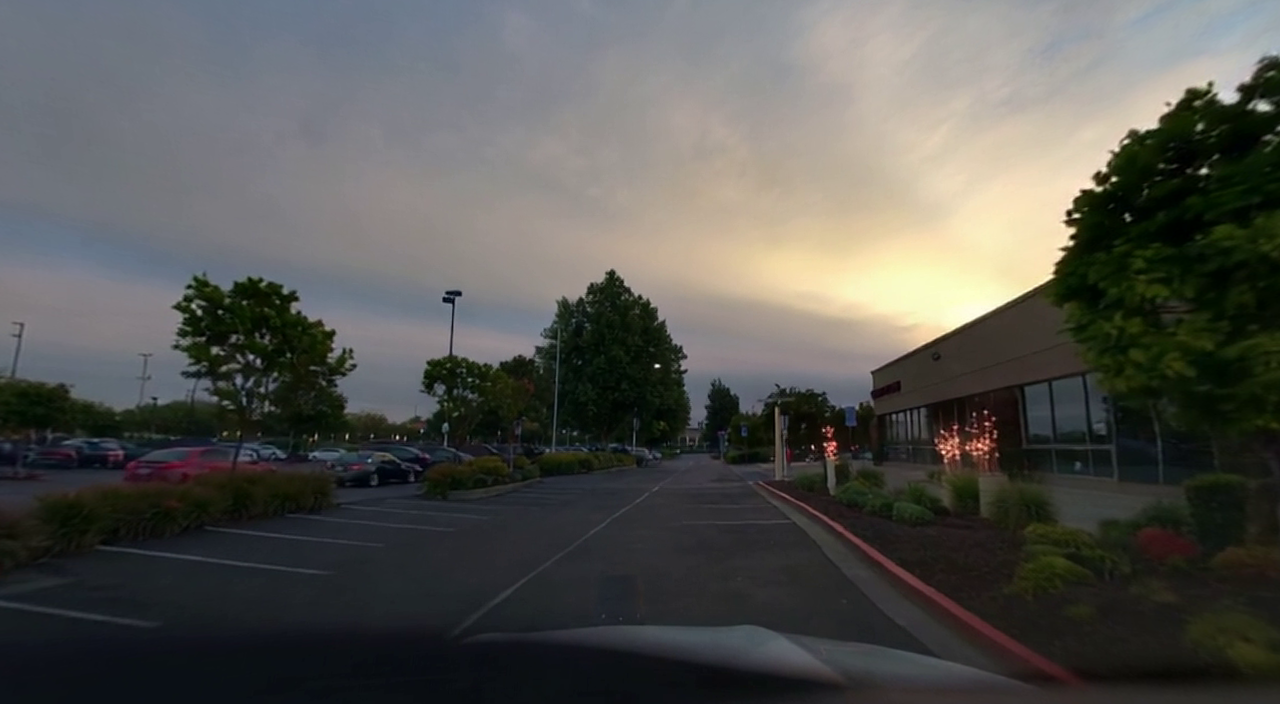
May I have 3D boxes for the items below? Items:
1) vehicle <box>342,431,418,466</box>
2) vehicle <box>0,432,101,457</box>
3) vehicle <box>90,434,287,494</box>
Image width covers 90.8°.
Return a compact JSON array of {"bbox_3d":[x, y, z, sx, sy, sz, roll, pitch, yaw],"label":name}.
[{"bbox_3d":[-15.196,5.666,37.177,1.972,1.923,4.535,-1,-8,9],"label":"vehicle"},{"bbox_3d":[-36.701,5.795,39.429,1.858,1.449,4.296,-1,-8,10],"label":"vehicle"},{"bbox_3d":[-12.327,3.075,17.716,1.847,1.443,4.484,-1,-8,7],"label":"vehicle"}]
